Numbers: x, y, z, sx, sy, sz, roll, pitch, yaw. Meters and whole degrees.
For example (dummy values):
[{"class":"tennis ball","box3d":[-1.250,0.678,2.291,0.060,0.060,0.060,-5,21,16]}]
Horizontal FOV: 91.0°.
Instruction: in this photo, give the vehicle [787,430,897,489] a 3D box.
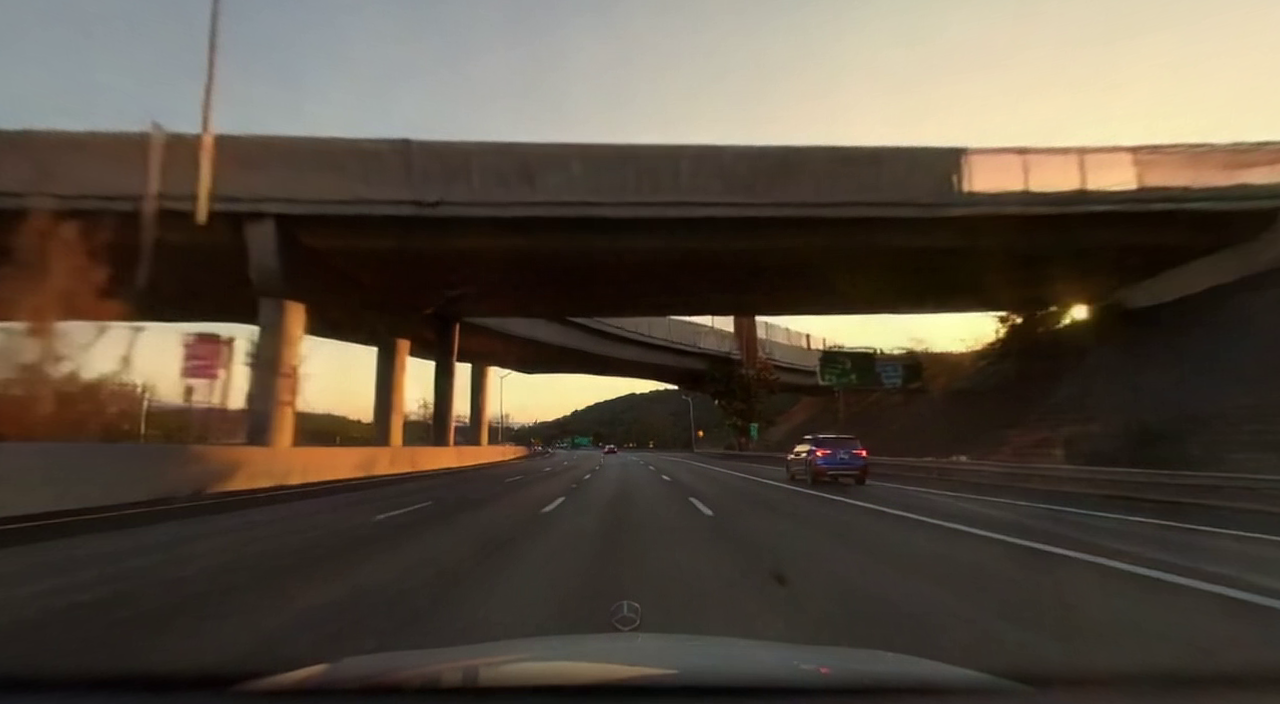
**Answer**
[{"class":"vehicle","box3d":[6.515,3.519,20.907,2.091,1.711,4.383,0,-9,-1]}]
